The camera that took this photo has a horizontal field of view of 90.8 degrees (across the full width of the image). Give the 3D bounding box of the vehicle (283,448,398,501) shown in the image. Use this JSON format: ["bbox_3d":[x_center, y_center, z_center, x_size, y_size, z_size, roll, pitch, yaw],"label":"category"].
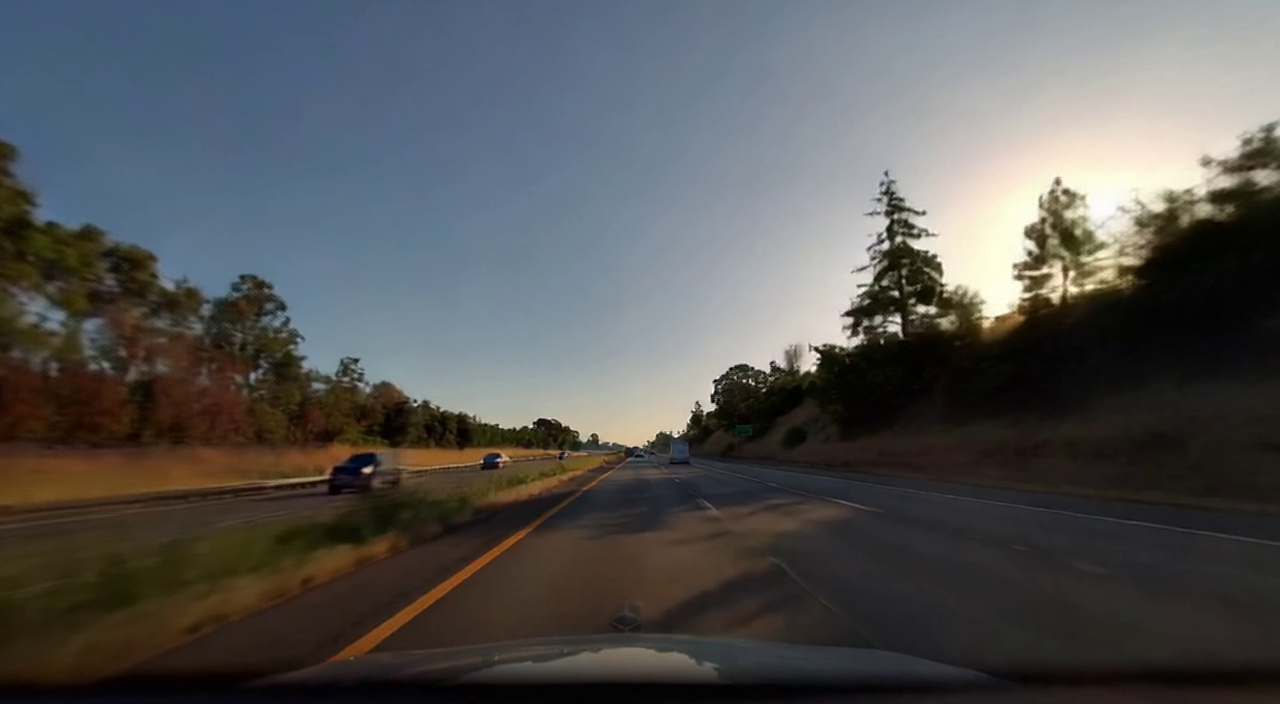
[{"bbox_3d":[-11.854,4.832,25.491,2.086,1.888,5.105,0,-9,0],"label":"vehicle"}]
